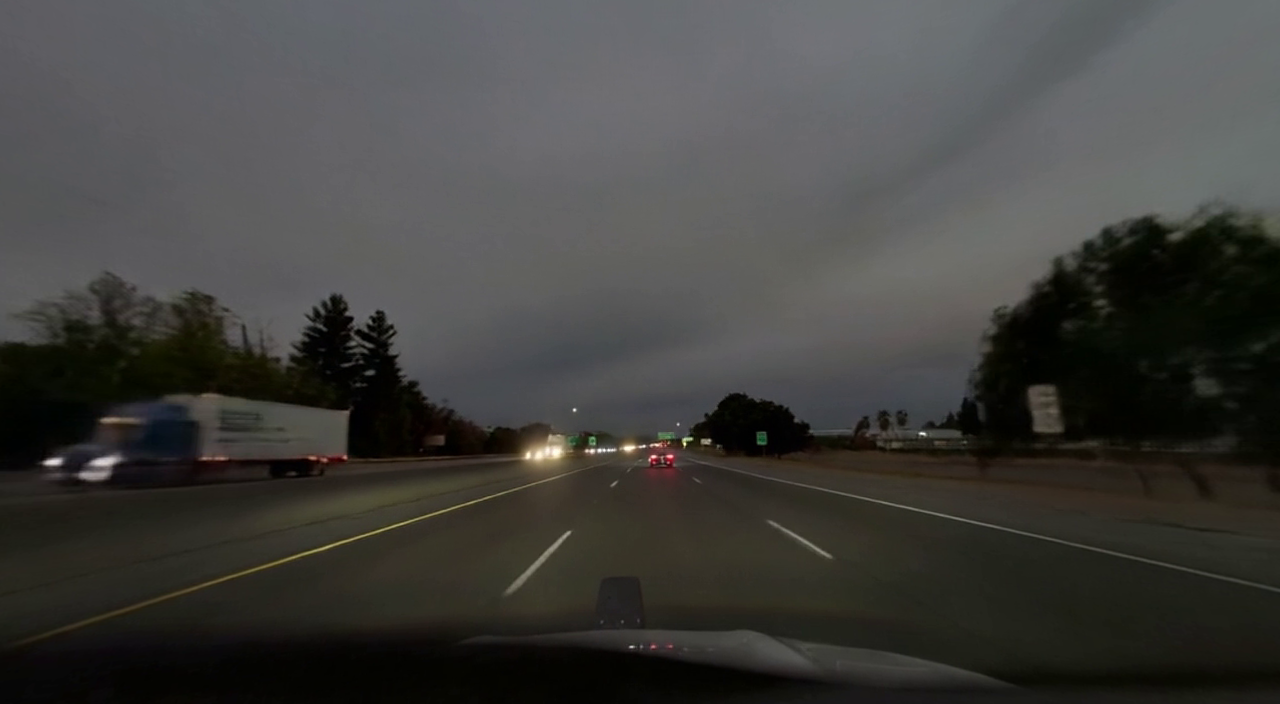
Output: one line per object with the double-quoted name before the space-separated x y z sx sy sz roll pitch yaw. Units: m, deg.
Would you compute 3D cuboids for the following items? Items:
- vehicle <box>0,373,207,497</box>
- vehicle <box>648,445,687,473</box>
"vehicle" -19.369 3.025 22.649 3.144 3.853 5.859 0 -9 1
"vehicle" 1.671 6.741 39.881 2.231 1.652 4.503 0 -9 0
